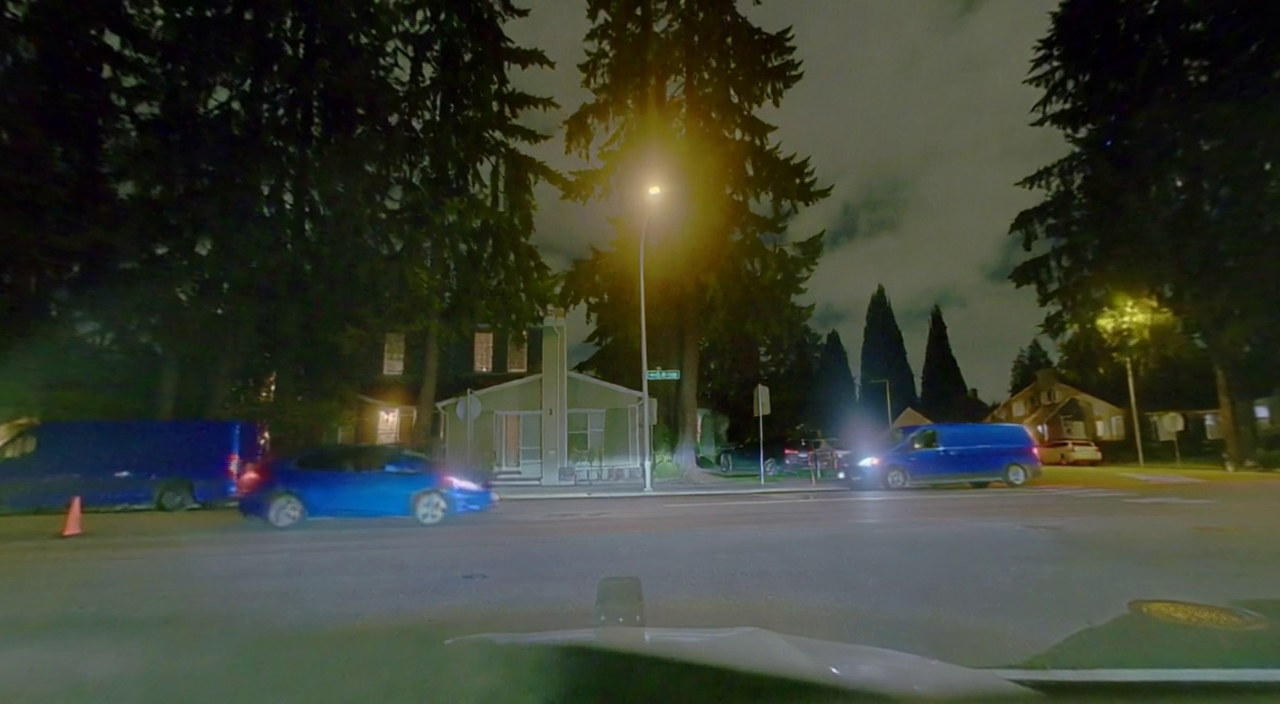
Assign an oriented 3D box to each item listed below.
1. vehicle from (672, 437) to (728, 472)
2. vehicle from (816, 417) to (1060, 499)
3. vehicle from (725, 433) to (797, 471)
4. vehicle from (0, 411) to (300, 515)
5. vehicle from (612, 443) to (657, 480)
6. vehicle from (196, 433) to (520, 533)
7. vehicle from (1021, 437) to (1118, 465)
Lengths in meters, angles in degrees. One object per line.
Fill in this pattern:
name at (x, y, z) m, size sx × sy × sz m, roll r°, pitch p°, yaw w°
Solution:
vehicle at (2.608, 4.575, 28.385) m, size 1.745 × 1.461 × 4.074 m, roll 1°, pitch -9°, yaw -5°
vehicle at (7.257, 2.619, 15.753) m, size 5.047 × 1.851 × 2.103 m, roll 1°, pitch -9°, yaw -6°
vehicle at (5.327, 4.492, 28.426) m, size 2.007 × 1.555 × 4.204 m, roll 1°, pitch -9°, yaw -7°
vehicle at (-14.133, 3.090, 17.387) m, size 7.824 × 2.323 × 2.863 m, roll -2°, pitch -10°, yaw -3°
vehicle at (-0.304, 4.783, 27.865) m, size 1.648 × 1.430 × 3.654 m, roll 4°, pitch -8°, yaw -4°
vehicle at (-4.651, 2.231, 11.117) m, size 4.684 × 1.556 × 2.087 m, roll 0°, pitch -8°, yaw -2°
vehicle at (22.717, 5.240, 33.485) m, size 3.863 × 1.453 × 1.826 m, roll 1°, pitch -8°, yaw -4°
